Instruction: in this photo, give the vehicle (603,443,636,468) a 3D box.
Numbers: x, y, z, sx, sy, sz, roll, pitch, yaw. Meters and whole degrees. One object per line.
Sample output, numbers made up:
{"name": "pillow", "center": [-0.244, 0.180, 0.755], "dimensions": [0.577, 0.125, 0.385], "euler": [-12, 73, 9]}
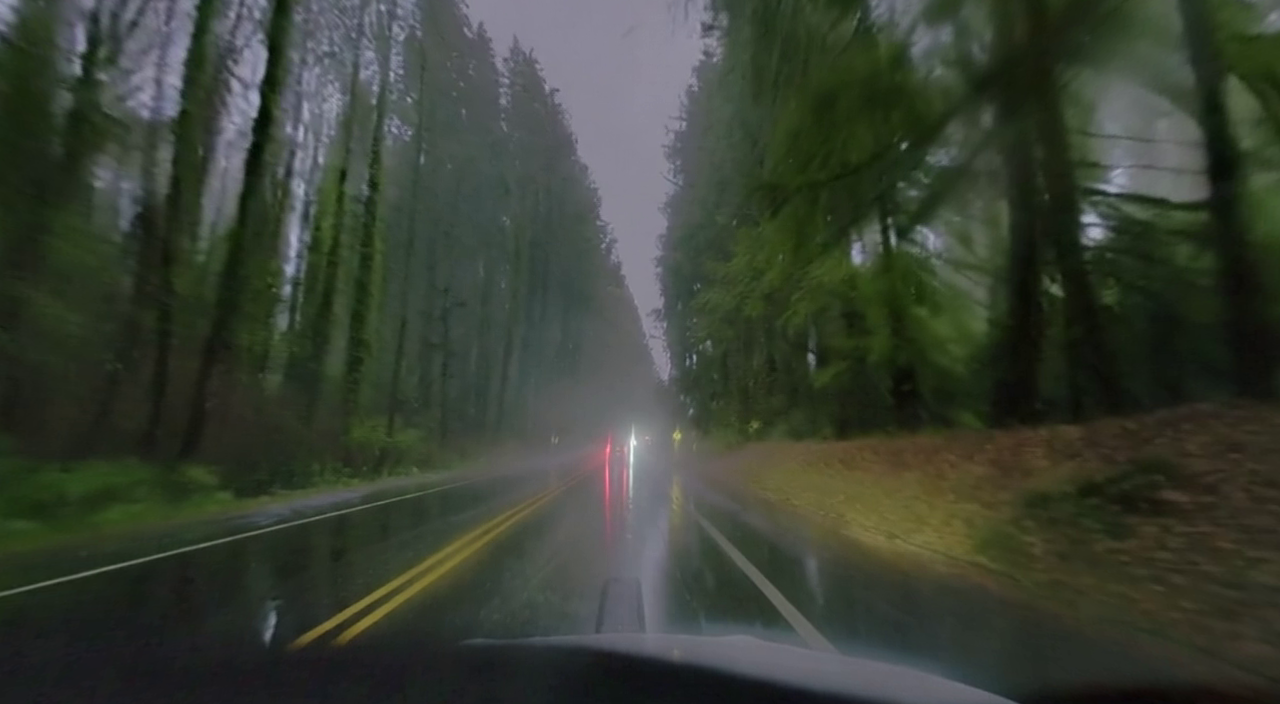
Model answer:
{"name": "vehicle", "center": [-1.356, 6.763, 41.432], "dimensions": [2.042, 1.489, 3.963], "euler": [0, -8, -2]}
